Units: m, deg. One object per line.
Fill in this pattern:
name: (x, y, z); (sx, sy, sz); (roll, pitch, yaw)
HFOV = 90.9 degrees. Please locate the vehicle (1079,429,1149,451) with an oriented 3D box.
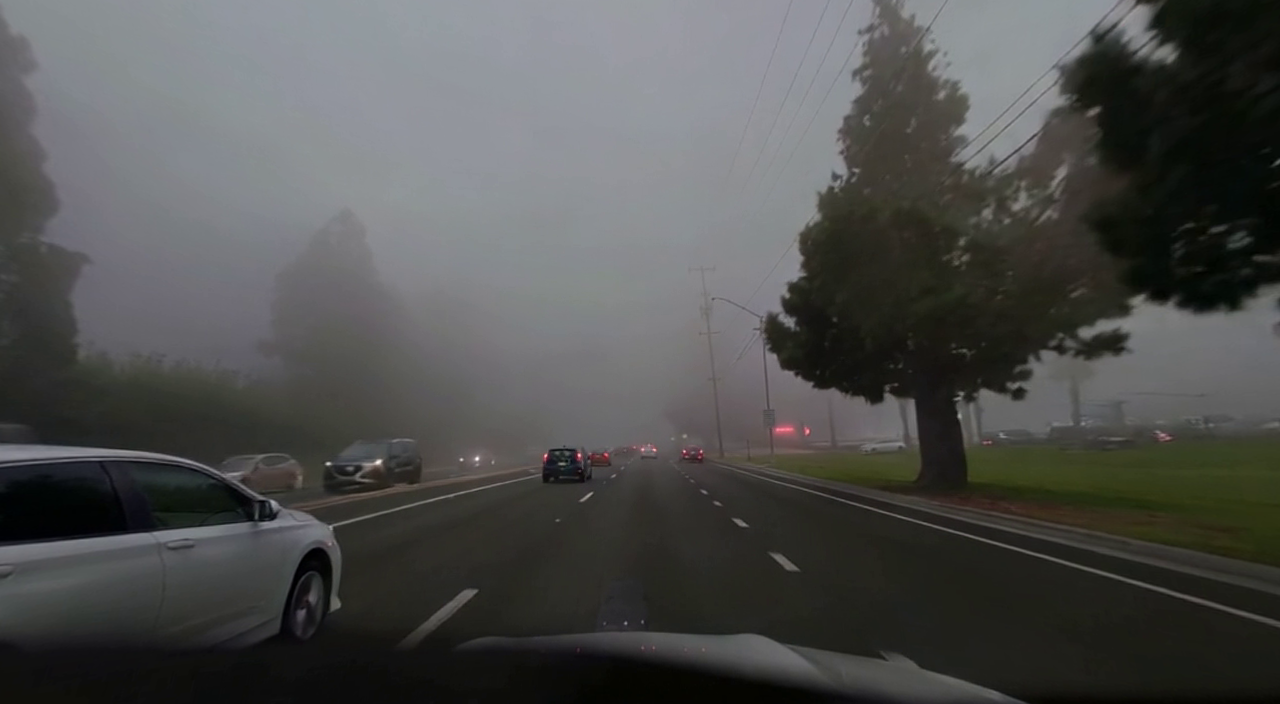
vehicle: (34.208, 6.342, 45.463); (4.290, 1.547, 1.899); (3, -9, -21)

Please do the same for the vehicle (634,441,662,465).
vehicle: (0.610, 7.906, 49.624); (2.155, 1.781, 3.977); (0, -9, 0)

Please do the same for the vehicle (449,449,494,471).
vehicle: (-12.376, 7.973, 46.612); (2.089, 1.489, 4.426); (0, -9, 1)

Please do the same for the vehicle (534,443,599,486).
vehicle: (-2.701, 4.246, 24.077); (1.982, 1.451, 4.152); (0, -9, 0)

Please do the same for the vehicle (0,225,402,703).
vehicle: (-3.041, 0.645, 1.926); (2.381, 1.961, 5.563); (0, -9, 1)
